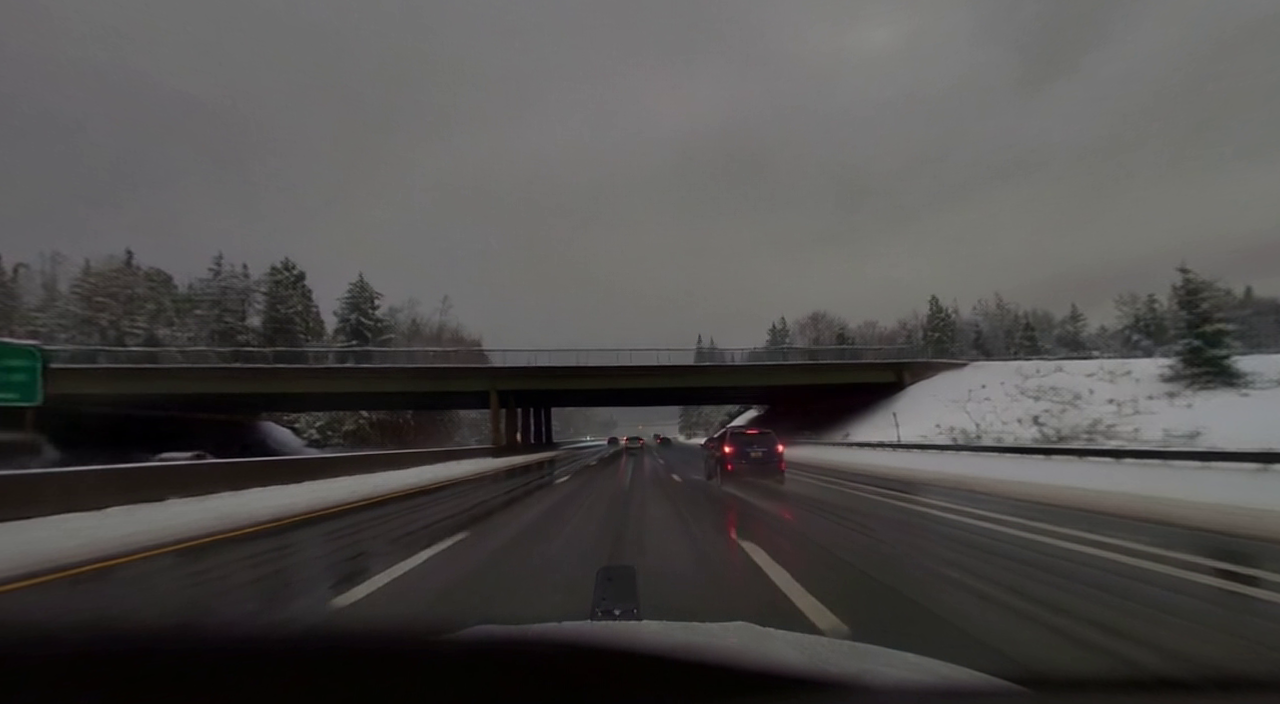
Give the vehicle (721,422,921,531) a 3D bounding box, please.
[{"bbox_3d":[3.080,2.228,12.112,2.240,1.646,4.949,0,-8,-2],"label":"vehicle"}]
